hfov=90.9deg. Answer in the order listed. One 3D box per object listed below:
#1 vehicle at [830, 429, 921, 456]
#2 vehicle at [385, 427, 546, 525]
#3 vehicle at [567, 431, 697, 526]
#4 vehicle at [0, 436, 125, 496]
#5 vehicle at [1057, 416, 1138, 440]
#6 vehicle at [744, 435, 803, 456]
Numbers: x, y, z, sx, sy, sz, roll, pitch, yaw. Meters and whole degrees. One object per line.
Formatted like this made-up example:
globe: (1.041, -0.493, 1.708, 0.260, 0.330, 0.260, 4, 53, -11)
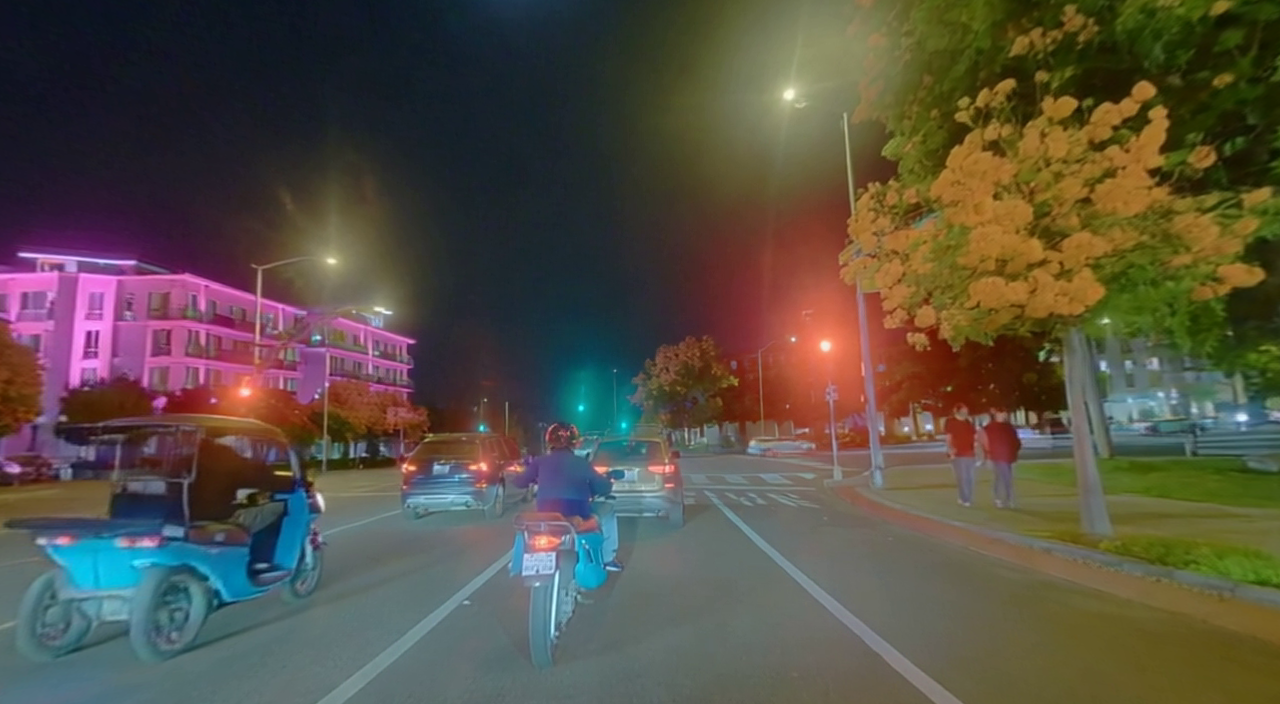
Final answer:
vehicle: (13.865, 5.384, 37.270, 4.661, 1.456, 1.862, -7, -11, 39)
vehicle: (-3.247, 2.395, 12.685, 1.935, 1.615, 4.073, -1, -9, 2)
vehicle: (-0.088, 2.283, 11.908, 2.025, 1.458, 4.085, -1, -9, 1)
vehicle: (-28.927, 5.572, 30.657, 5.890, 2.393, 2.346, -5, -7, 1)
vehicle: (30.790, 5.156, 42.482, 1.751, 1.420, 4.027, 8, -12, -42)
vehicle: (9.998, 6.973, 47.166, 4.511, 1.464, 1.816, 6, -11, -38)
